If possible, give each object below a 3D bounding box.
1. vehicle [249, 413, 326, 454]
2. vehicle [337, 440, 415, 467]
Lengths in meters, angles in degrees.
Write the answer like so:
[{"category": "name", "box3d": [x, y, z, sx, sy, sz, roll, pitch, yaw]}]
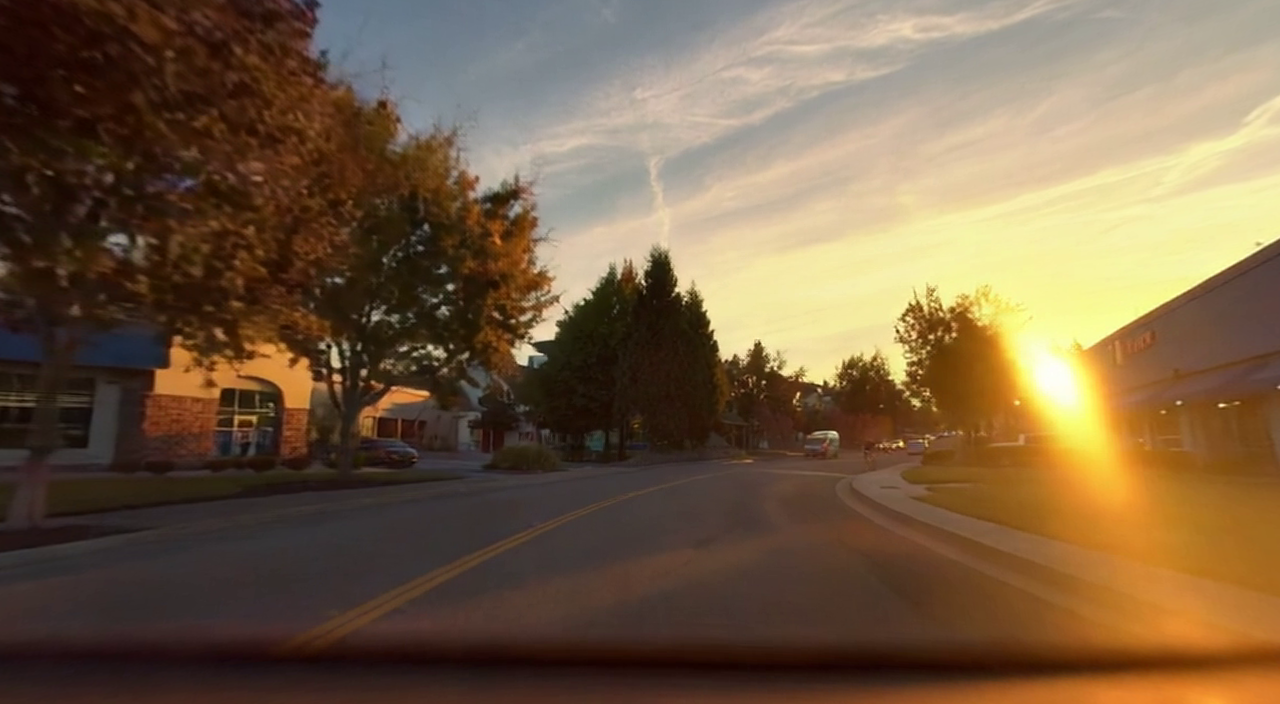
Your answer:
[{"category": "vehicle", "box3d": [-24.841, 5.885, 44.803, 2.576, 2.597, 5.438, -1, -10, -4]}, {"category": "vehicle", "box3d": [-17.580, 6.764, 42.262, 4.410, 1.689, 1.974, 1, -9, -9]}]
